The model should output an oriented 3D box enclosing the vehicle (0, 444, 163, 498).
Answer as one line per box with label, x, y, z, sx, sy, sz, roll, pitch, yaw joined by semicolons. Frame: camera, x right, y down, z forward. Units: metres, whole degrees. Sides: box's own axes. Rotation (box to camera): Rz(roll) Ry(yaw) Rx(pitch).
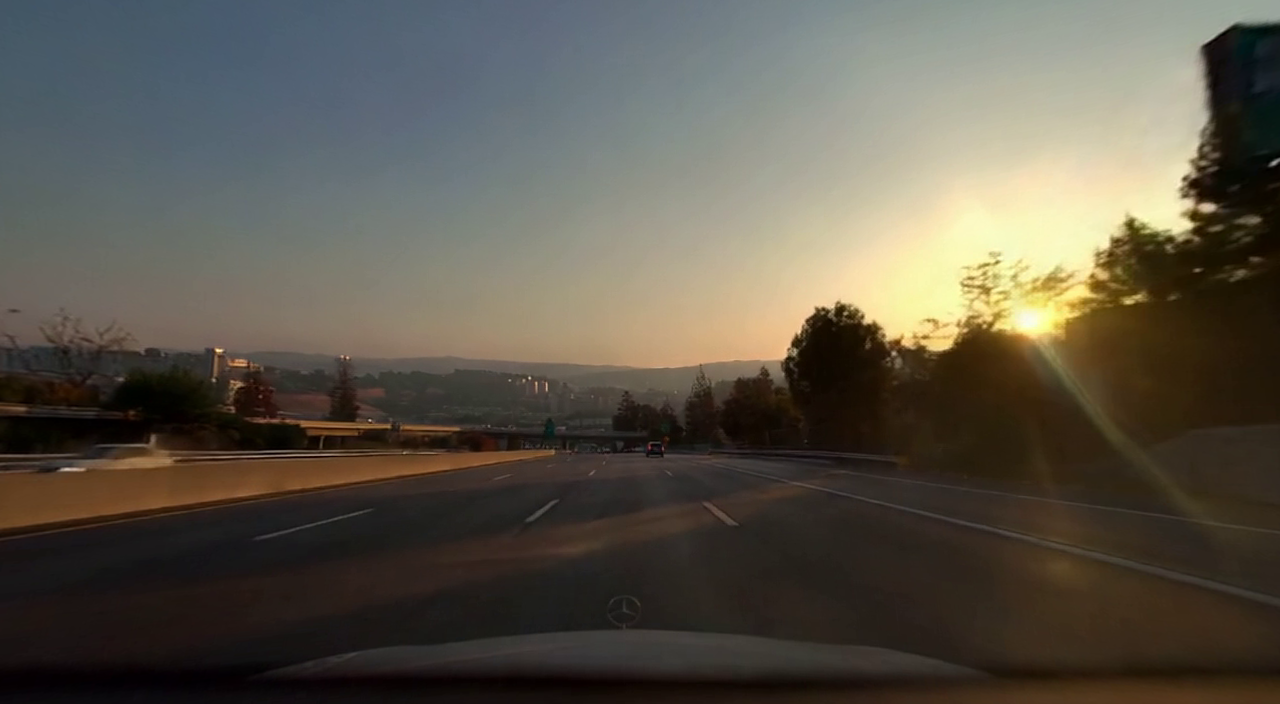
vehicle;-18.010;3.705;20.047;1.889;1.474;4.727;0;-8;-1
